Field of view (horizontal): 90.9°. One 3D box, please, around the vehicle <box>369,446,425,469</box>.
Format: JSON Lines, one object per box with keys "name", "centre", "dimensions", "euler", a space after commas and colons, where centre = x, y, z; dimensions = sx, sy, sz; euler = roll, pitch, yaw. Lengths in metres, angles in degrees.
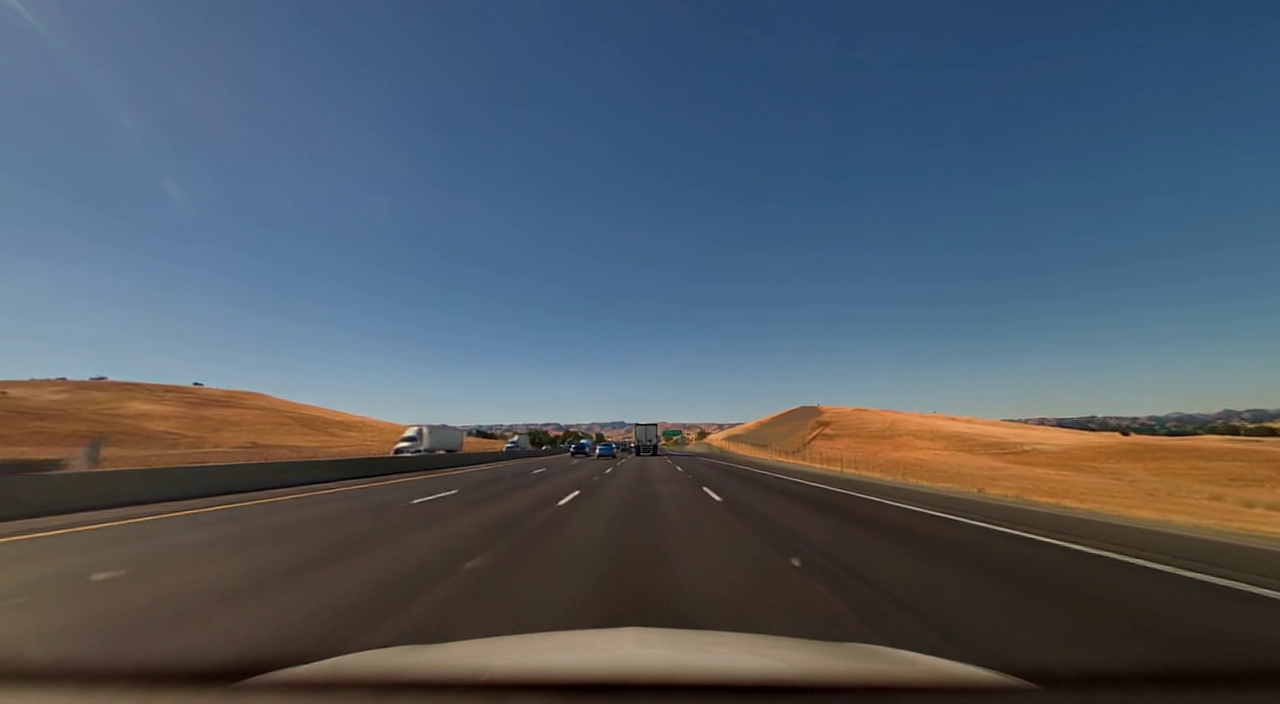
{"name": "vehicle", "centre": [-16.814, 7.269, 43.872], "dimensions": [1.918, 1.479, 4.792], "euler": [0, -8, 1]}
